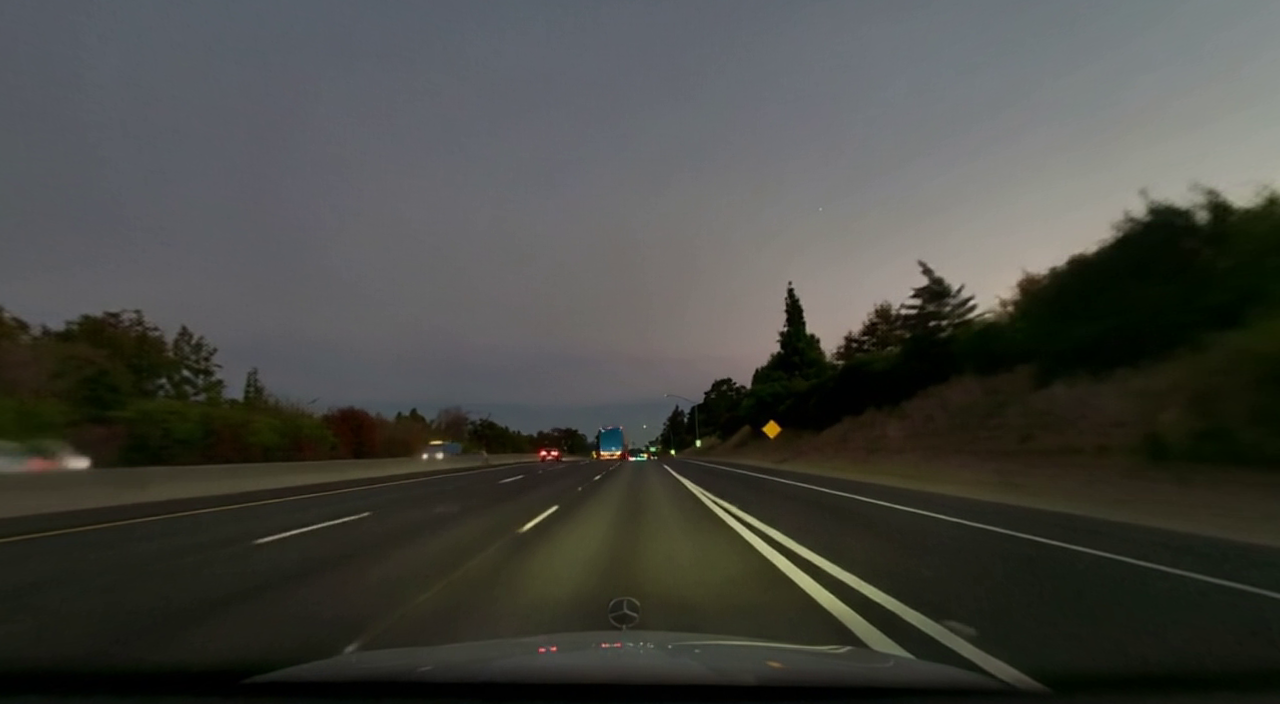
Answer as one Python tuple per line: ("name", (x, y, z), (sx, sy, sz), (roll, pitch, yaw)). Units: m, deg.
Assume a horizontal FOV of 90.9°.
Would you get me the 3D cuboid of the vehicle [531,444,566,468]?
("vehicle", (-7.166, 8.153, 49.727), (2.043, 1.828, 4.436), (0, -8, 1))
